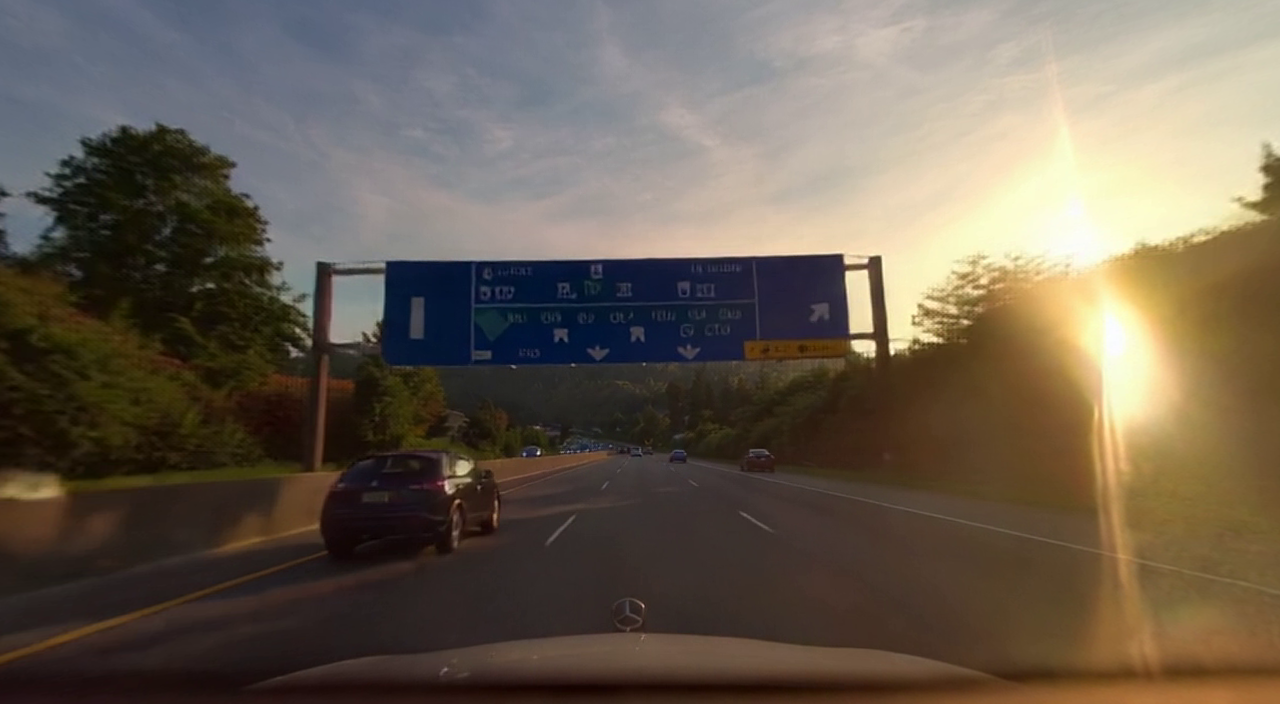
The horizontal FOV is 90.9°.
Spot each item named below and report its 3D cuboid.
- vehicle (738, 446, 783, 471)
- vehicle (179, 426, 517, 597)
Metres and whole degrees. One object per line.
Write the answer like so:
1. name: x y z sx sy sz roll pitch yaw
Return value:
1. vehicle: 7.735 6.907 40.925 1.943 1.493 4.507 0 -9 -1
2. vehicle: -3.128 1.811 8.048 2.191 1.563 4.318 0 -9 1
